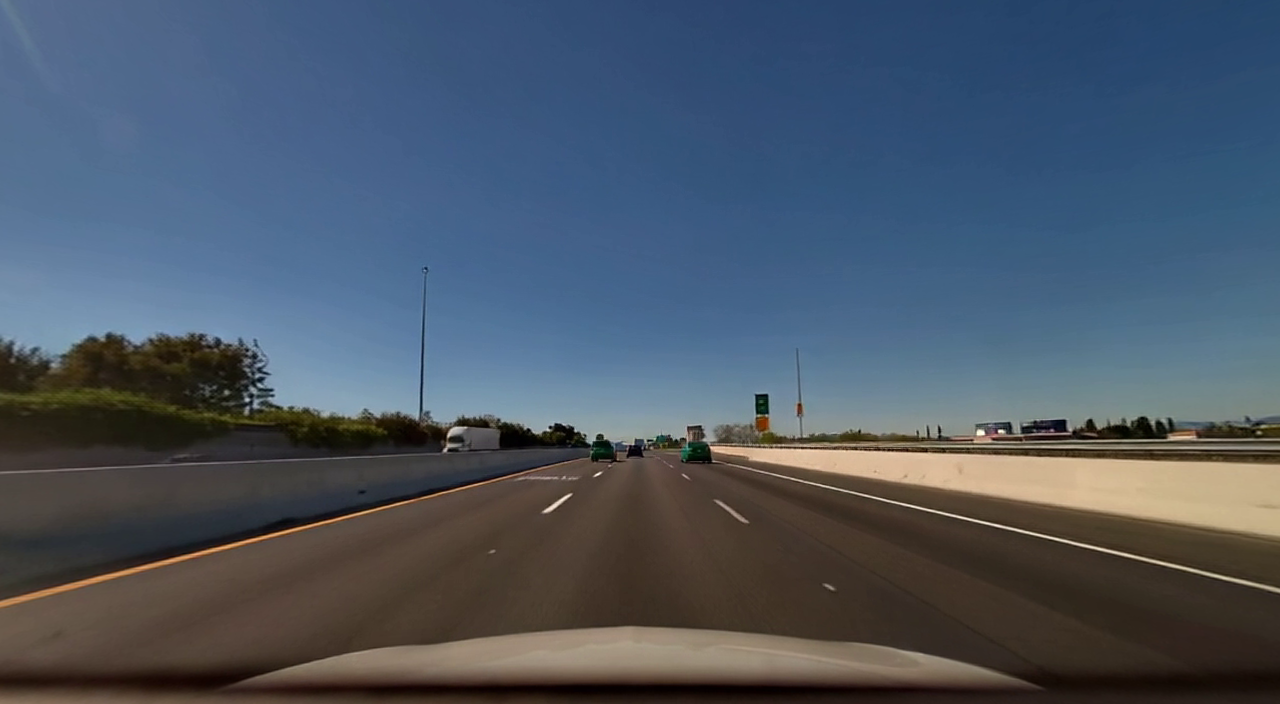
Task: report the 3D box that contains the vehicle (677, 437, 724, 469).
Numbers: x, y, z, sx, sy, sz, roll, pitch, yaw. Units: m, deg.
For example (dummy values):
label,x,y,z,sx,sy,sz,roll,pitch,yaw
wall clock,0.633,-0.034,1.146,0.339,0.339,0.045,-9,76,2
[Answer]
label,x,y,z,sx,sy,sz,roll,pitch,yaw
vehicle,3.295,5.612,34.986,2.202,1.682,4.188,0,-8,0

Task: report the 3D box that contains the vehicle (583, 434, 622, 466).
label,x,y,z,sx,sy,sz,roll,pitch,yaw
vehicle,-2.574,6.826,43.876,2.291,2.052,4.887,0,-9,2
